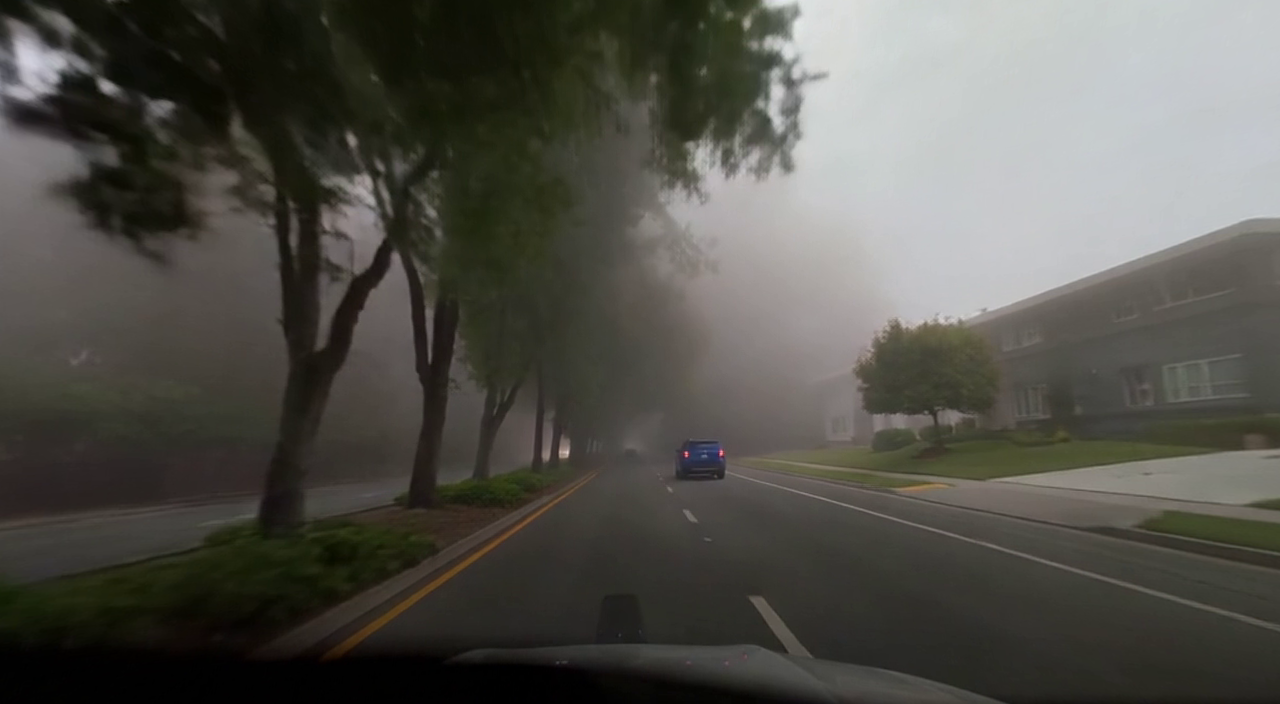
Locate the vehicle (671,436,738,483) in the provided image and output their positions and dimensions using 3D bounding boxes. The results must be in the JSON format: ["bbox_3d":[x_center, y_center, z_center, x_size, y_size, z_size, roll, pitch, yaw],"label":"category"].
[{"bbox_3d":[2.486,4.313,25.592,2.164,1.725,4.285,0,-9,-1],"label":"vehicle"}]
